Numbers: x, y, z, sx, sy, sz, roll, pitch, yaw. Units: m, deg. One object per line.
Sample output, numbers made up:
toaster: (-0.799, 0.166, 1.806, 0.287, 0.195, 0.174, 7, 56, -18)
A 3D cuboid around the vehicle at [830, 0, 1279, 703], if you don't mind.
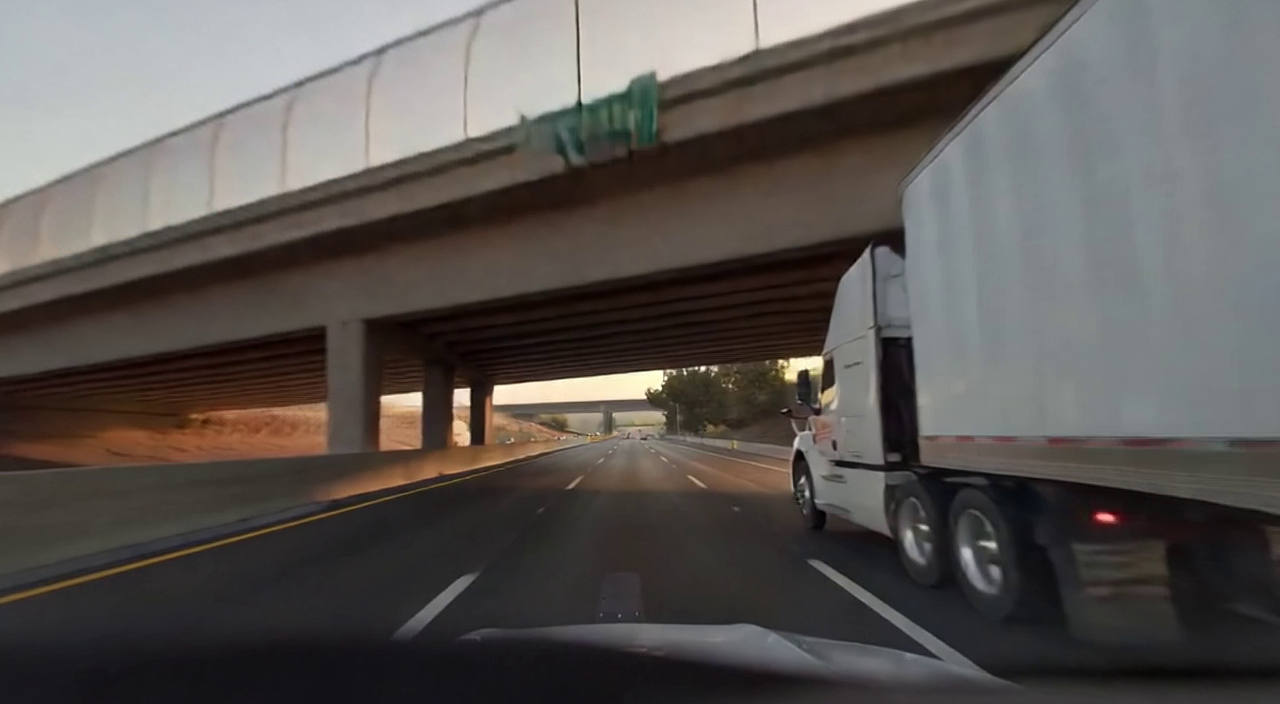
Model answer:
vehicle: (4.059, -0.531, 0.832, 2.920, 4.029, 13.900, 0, -8, -2)
